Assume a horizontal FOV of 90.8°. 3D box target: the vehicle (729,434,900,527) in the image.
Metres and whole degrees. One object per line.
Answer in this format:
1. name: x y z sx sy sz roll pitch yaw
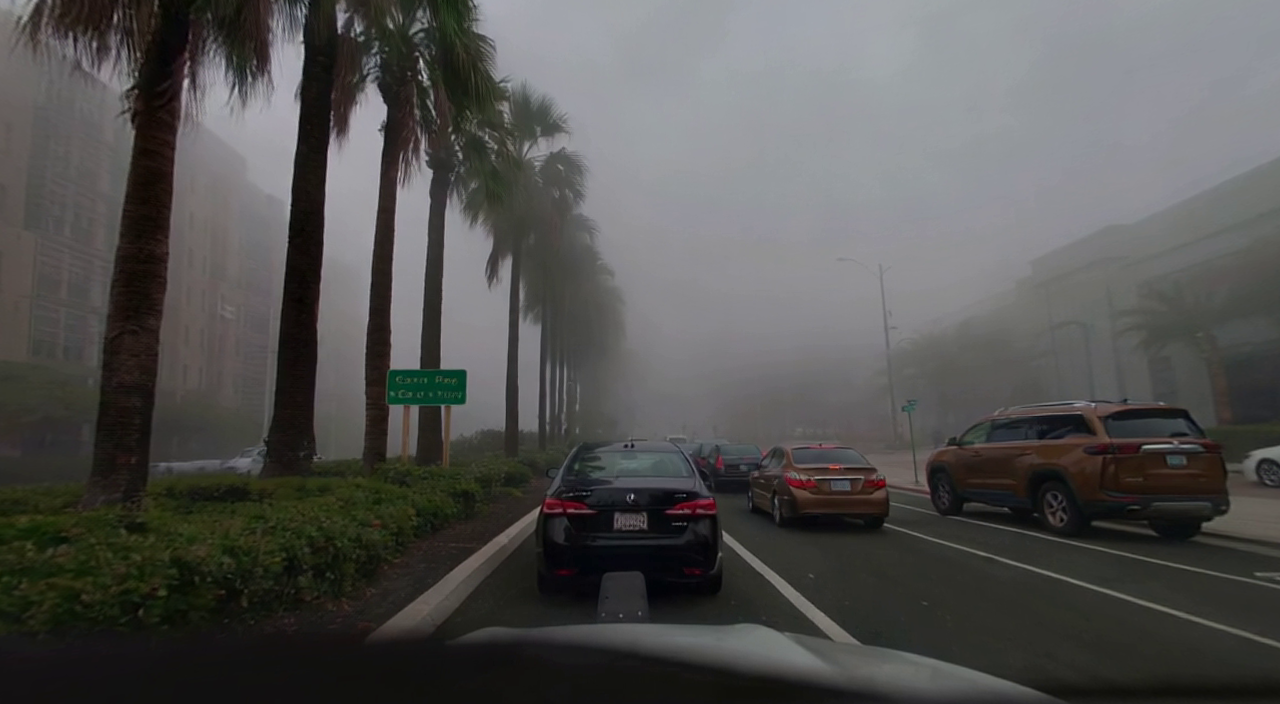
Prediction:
1. vehicle: 3.088 2.368 12.270 1.925 1.451 4.436 0 -8 -2

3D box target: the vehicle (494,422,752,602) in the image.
1. vehicle: -0.155 1.638 7.343 2.158 1.498 3.919 0 -8 0

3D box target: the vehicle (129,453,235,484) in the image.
1. vehicle: -23.732 6.012 33.000 1.972 1.425 4.765 0 -8 0

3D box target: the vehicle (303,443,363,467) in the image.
1. vehicle: -23.974 8.044 49.644 2.055 1.759 5.200 0 -8 1

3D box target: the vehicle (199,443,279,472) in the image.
1. vehicle: -28.302 7.445 44.836 2.115 1.884 5.481 0 -8 0

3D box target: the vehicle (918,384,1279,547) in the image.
1. vehicle: 7.206 1.857 10.925 2.254 2.072 5.577 0 -8 0
